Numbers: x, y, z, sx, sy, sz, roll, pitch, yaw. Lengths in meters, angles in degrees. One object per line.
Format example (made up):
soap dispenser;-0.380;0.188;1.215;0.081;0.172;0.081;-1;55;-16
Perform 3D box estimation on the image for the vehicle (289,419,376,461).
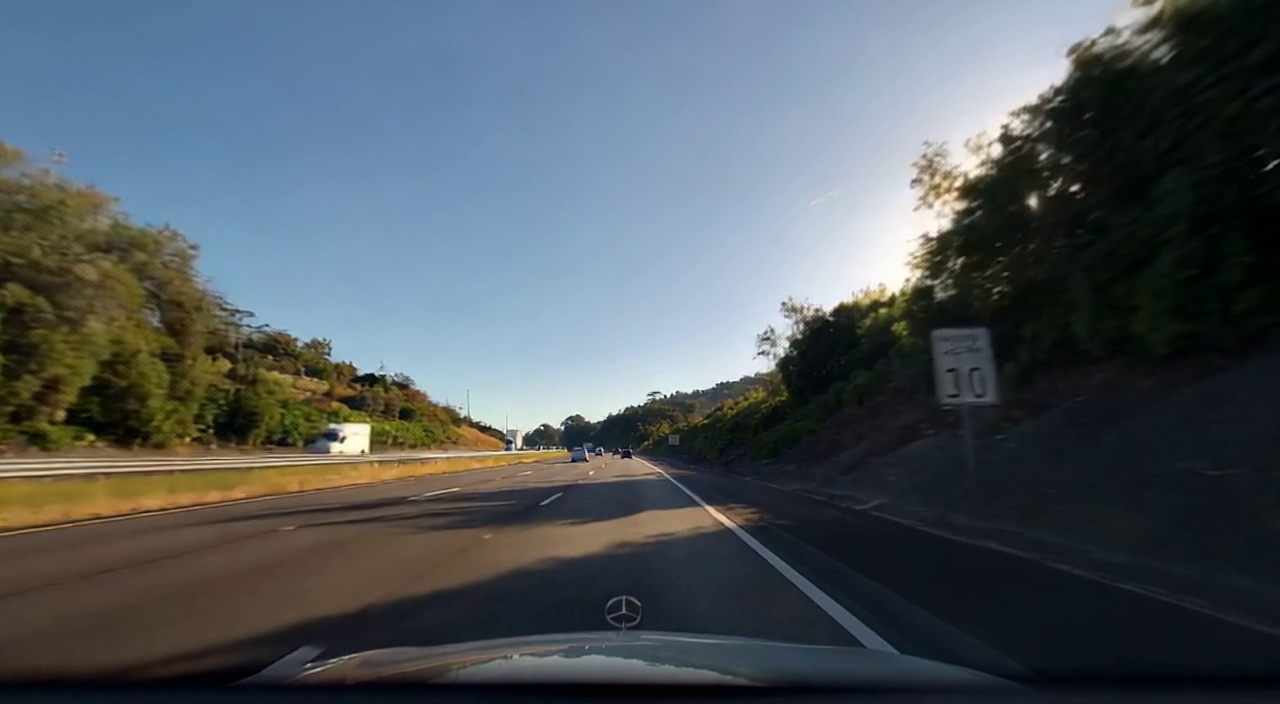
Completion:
vehicle;-20.401;5.954;42.356;2.611;2.525;6.488;0;-9;-1
